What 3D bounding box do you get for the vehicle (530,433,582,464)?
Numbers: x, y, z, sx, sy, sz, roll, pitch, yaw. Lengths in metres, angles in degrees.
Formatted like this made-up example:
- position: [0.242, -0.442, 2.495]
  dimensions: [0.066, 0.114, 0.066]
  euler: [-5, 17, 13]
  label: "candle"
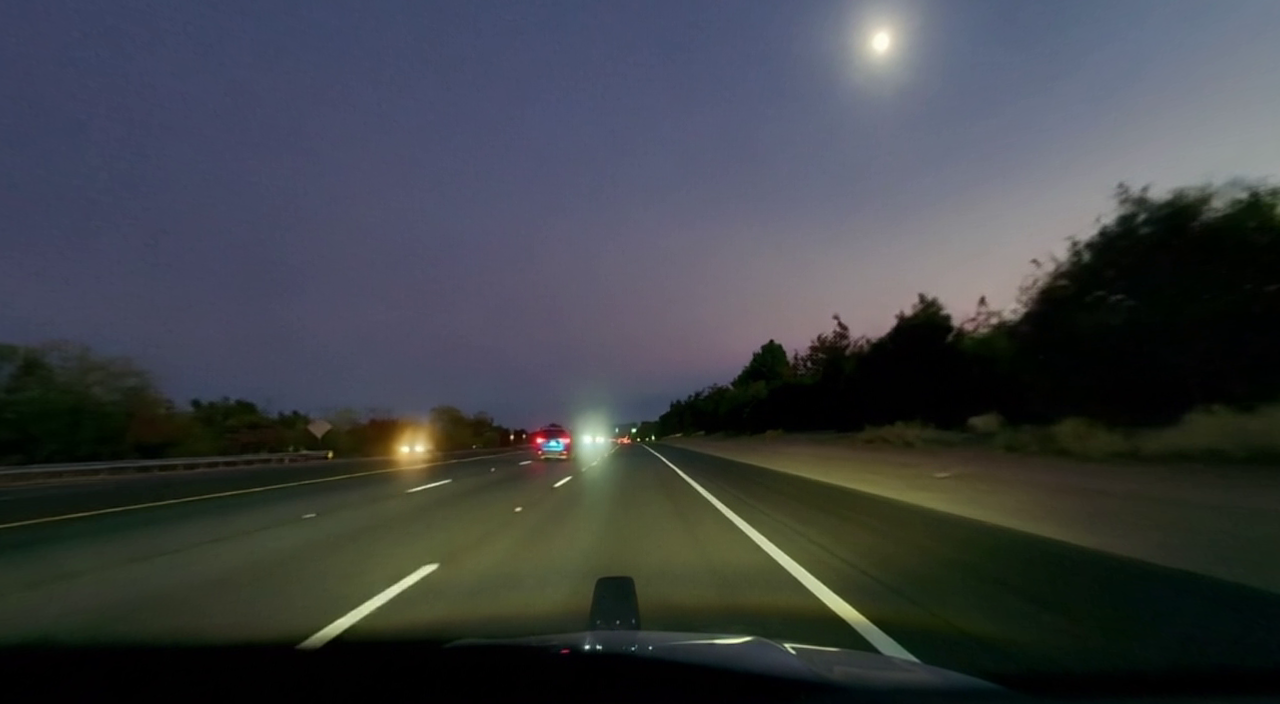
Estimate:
- position: [-4.237, 4.927, 32.333]
  dimensions: [2.063, 1.496, 4.225]
  euler: [0, -7, 0]
  label: "vehicle"
